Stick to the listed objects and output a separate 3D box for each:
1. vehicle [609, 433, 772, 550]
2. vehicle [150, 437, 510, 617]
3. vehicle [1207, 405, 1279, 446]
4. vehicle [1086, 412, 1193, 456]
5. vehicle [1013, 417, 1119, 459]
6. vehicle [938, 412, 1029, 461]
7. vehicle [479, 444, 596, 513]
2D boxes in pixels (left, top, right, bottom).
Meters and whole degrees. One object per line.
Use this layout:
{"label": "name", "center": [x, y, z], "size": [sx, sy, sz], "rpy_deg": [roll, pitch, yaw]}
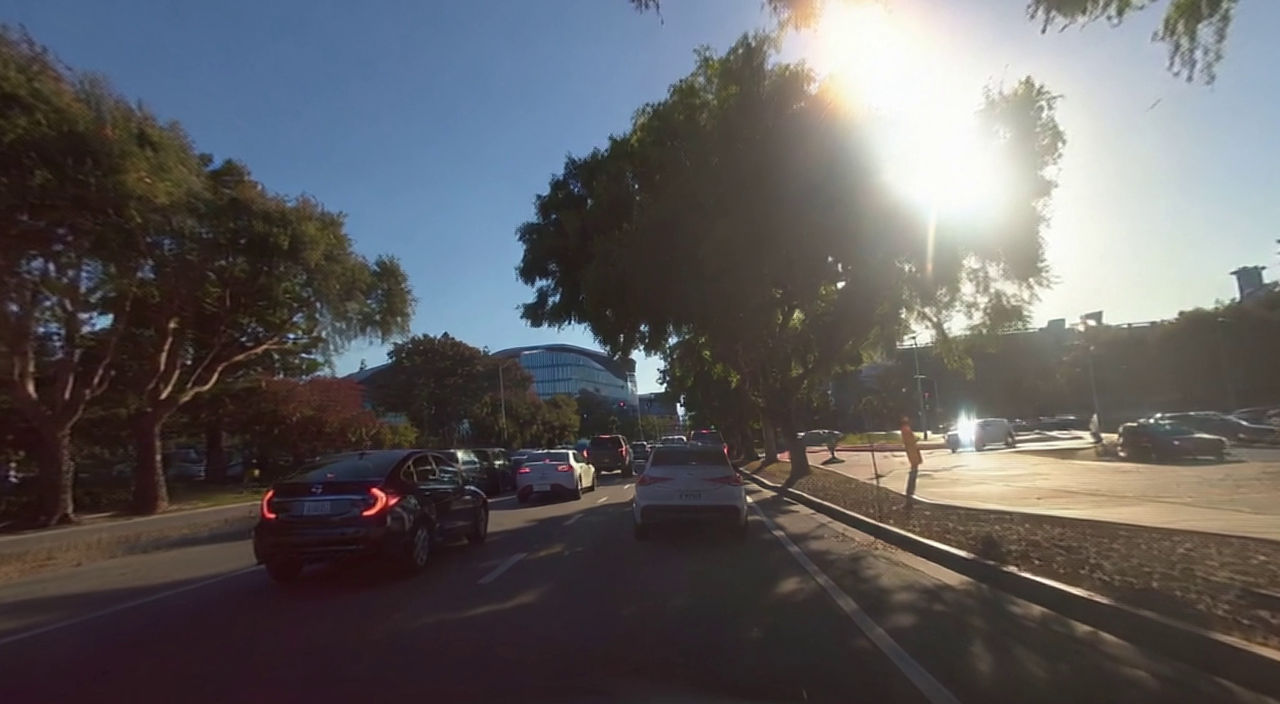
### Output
{"label": "vehicle", "center": [0.777, 2.172, 10.481], "size": [2.142, 1.528, 4.133], "rpy_deg": [-1, -9, 3]}
{"label": "vehicle", "center": [-3.131, 1.828, 7.592], "size": [1.940, 1.502, 4.241], "rpy_deg": [-1, -9, 4]}
{"label": "vehicle", "center": [25.004, 3.003, 25.277], "size": [1.641, 1.497, 3.568], "rpy_deg": [-2, -9, 13]}
{"label": "vehicle", "center": [20.826, 3.461, 26.481], "size": [1.902, 1.529, 3.937], "rpy_deg": [-7, -9, 14]}
{"label": "vehicle", "center": [18.169, 3.737, 27.104], "size": [1.803, 1.518, 3.893], "rpy_deg": [-6, -9, 2]}
{"label": "vehicle", "center": [14.846, 3.761, 27.559], "size": [2.288, 1.933, 4.612], "rpy_deg": [-2, -9, 14]}
{"label": "vehicle", "center": [-2.435, 3.139, 16.160], "size": [1.870, 1.490, 4.187], "rpy_deg": [-1, -9, 6]}
